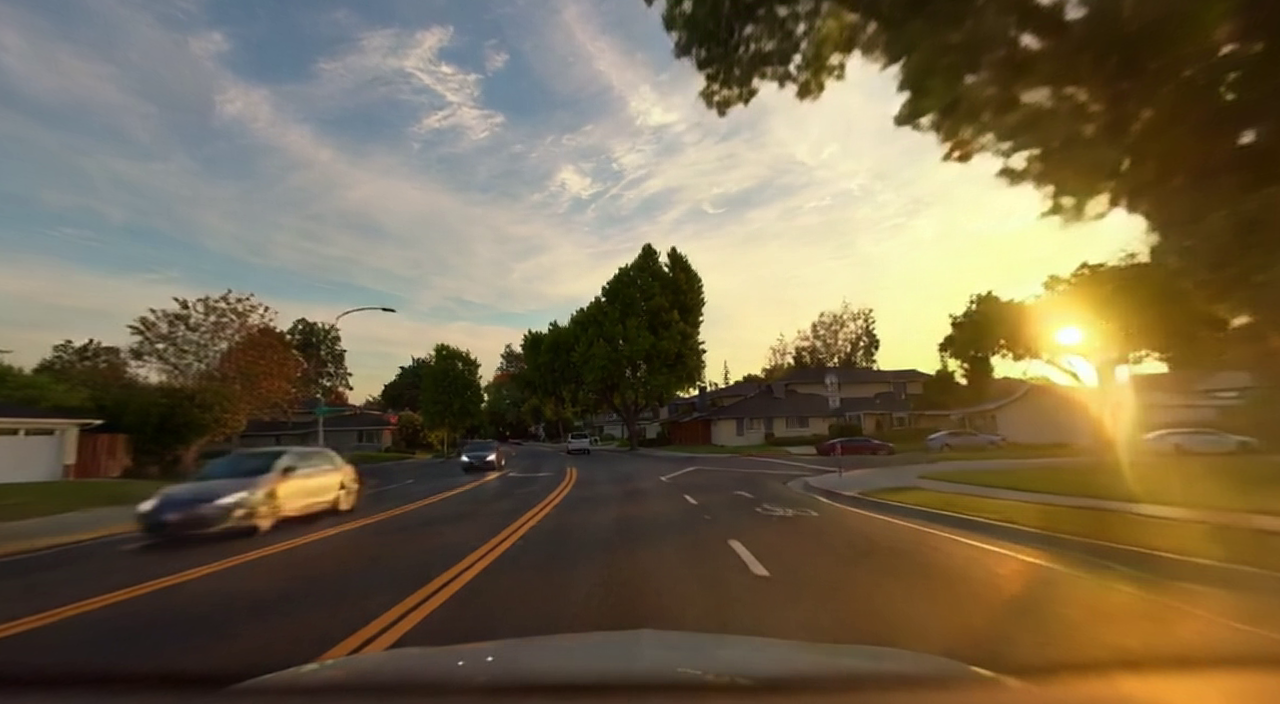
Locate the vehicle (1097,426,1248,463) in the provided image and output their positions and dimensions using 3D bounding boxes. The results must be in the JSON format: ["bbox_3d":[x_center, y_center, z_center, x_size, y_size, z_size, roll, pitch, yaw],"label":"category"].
[{"bbox_3d":[23.250,4.072,27.722,4.607,1.481,1.884,-2,-8,12],"label":"vehicle"}]

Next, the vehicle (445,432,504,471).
[{"bbox_3d":[-7.954,4.806,30.629,2.069,1.740,4.446,0,-8,-6],"label":"vehicle"}]

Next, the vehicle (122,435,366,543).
[{"bbox_3d":[-7.135,2.446,12.064,1.910,1.538,4.478,-4,-8,-2],"label":"vehicle"}]

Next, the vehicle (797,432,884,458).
[{"bbox_3d":[12.157,5.667,38.417,4.737,1.447,1.766,-2,-8,7],"label":"vehicle"}]

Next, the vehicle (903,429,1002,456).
[{"bbox_3d":[18.412,5.355,37.319,4.795,1.468,1.945,-2,-8,11],"label":"vehicle"}]
